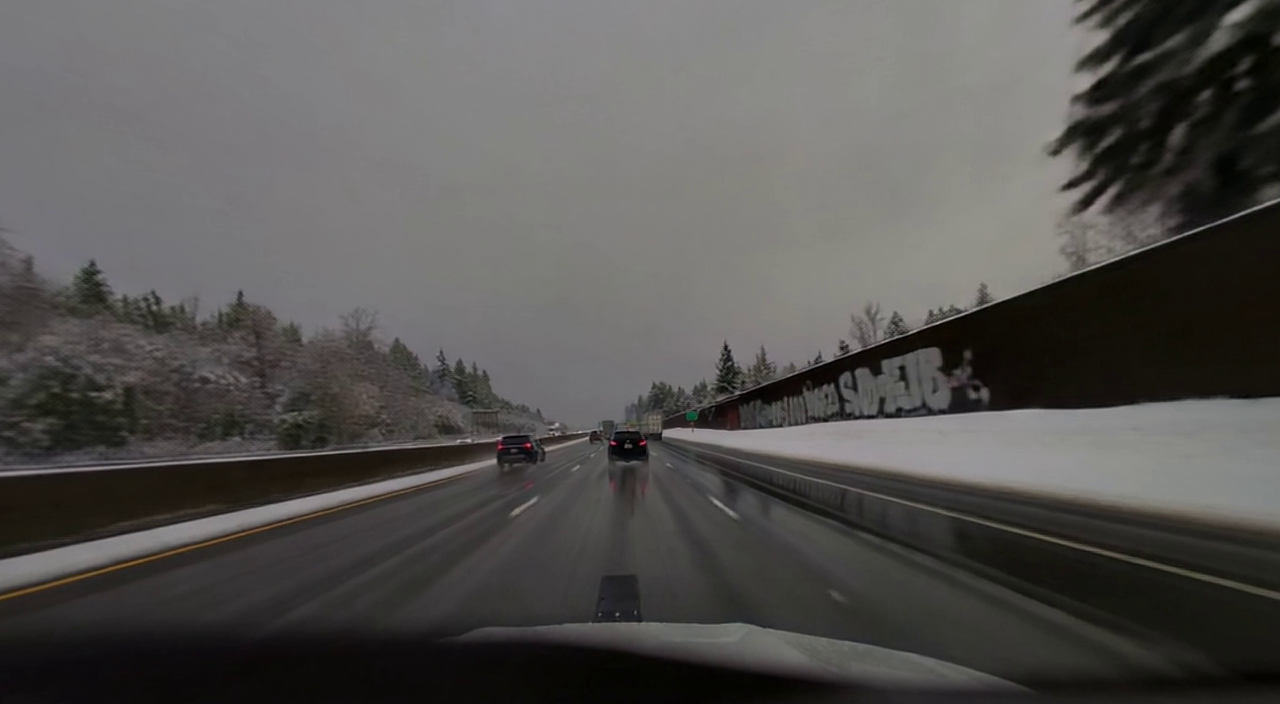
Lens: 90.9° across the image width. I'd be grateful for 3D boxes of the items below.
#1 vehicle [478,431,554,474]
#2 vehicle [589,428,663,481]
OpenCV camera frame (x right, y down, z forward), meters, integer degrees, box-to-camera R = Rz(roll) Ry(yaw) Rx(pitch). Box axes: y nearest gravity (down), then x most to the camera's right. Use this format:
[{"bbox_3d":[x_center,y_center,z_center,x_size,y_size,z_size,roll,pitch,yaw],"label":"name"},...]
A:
[{"bbox_3d":[-4.607,3.797,24.120,2.022,1.440,4.491,0,-8,0],"label":"vehicle"},{"bbox_3d":[-0.444,3.123,19.513,2.044,1.477,3.693,0,-8,-2],"label":"vehicle"}]
